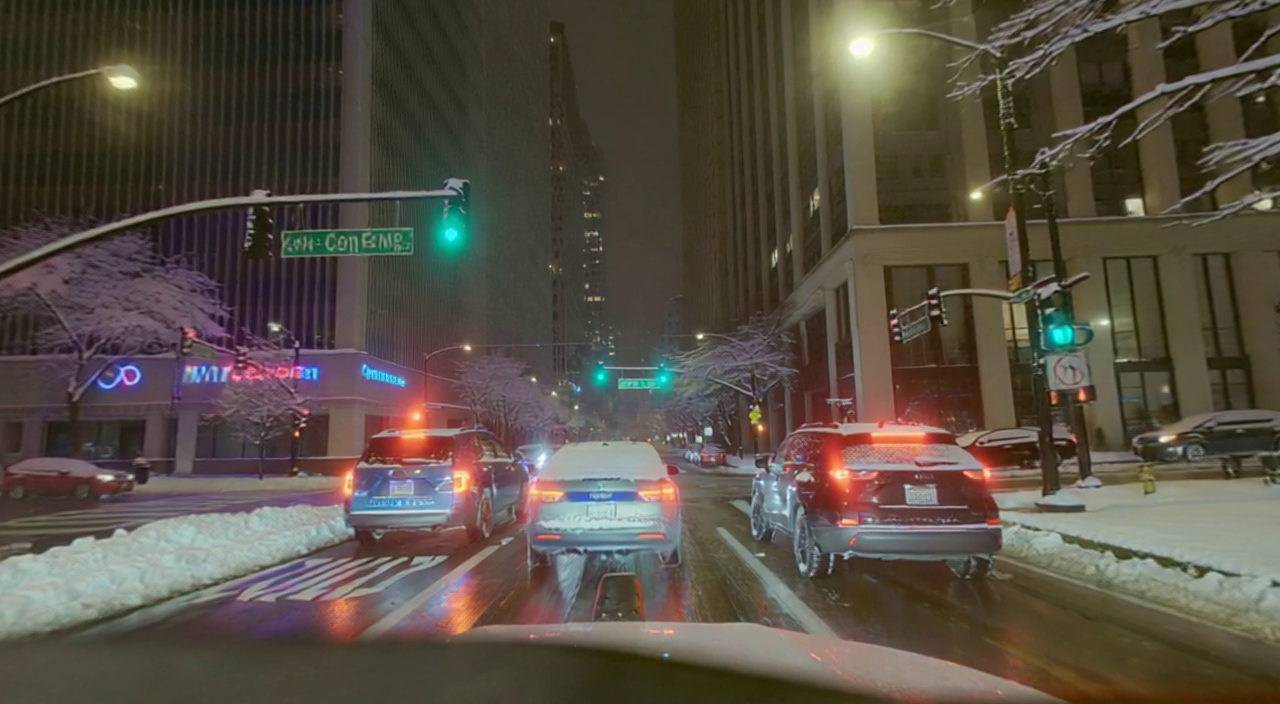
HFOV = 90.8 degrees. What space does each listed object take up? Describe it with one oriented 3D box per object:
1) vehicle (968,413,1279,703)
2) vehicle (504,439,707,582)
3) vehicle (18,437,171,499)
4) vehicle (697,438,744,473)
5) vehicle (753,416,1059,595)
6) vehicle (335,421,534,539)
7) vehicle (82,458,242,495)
[{"bbox_3d":[2.744,0.811,1.127,1.902,1.454,4.540,0,-8,0],"label":"vehicle"},{"bbox_3d":[-0.387,1.945,8.665,2.092,1.454,4.132,0,-8,-1],"label":"vehicle"},{"bbox_3d":[-30.882,6.521,35.945,5.896,3.276,2.809,1,-8,0],"label":"vehicle"},{"bbox_3d":[5.652,7.336,45.045,2.420,2.300,5.313,0,-8,-3],"label":"vehicle"},{"bbox_3d":[3.038,1.853,8.632,2.072,1.735,4.759,0,-8,0],"label":"vehicle"},{"bbox_3d":[-3.693,2.416,12.688,2.190,1.840,5.272,0,-8,0],"label":"vehicle"},{"bbox_3d":[-20.127,5.231,26.758,5.153,1.449,1.966,0,-8,1],"label":"vehicle"}]
